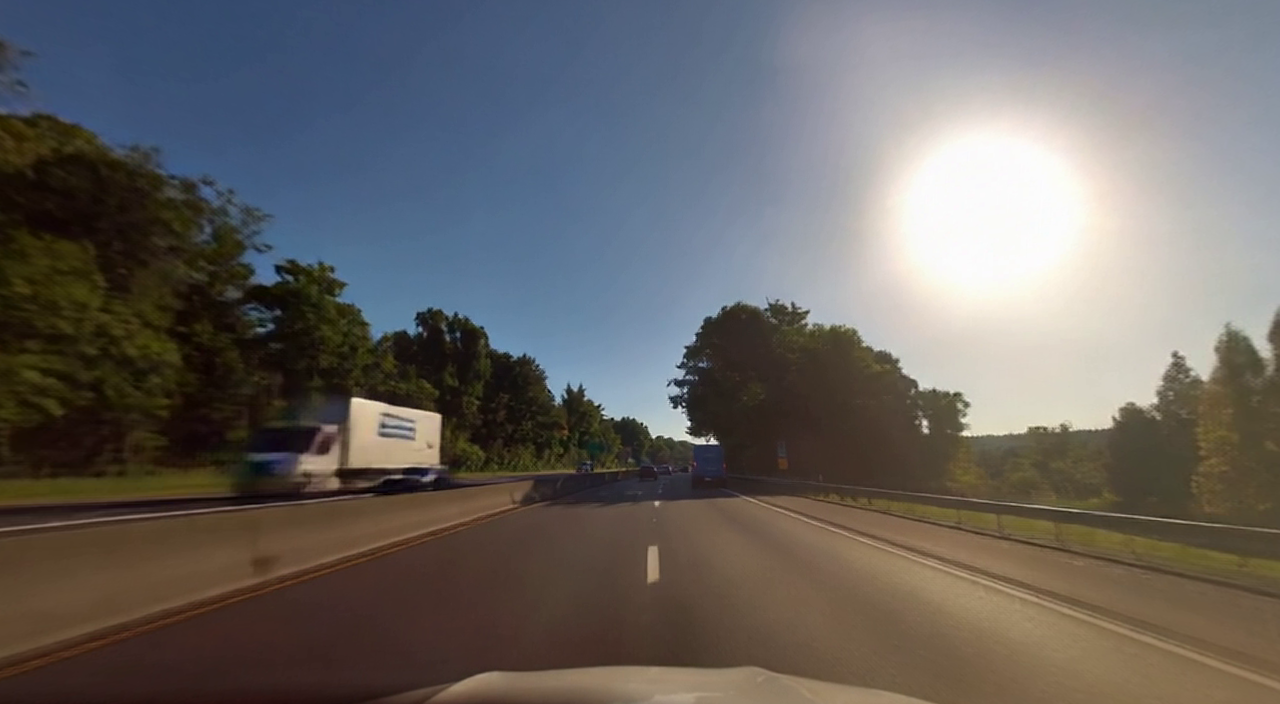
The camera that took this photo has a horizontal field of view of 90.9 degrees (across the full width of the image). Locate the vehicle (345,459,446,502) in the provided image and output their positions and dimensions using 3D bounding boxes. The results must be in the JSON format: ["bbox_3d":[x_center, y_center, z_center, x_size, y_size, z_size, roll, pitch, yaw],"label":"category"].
[{"bbox_3d":[-9.239,4.897,24.185,2.075,1.468,4.118,0,-11,2],"label":"vehicle"}]

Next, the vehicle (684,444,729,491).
[{"bbox_3d":[4.013,7.173,39.096,2.366,2.595,5.793,0,-11,2],"label":"vehicle"}]

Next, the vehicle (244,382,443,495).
[{"bbox_3d":[-13.603,4.547,31.087,3.066,4.409,12.568,0,-11,3],"label":"vehicle"}]
